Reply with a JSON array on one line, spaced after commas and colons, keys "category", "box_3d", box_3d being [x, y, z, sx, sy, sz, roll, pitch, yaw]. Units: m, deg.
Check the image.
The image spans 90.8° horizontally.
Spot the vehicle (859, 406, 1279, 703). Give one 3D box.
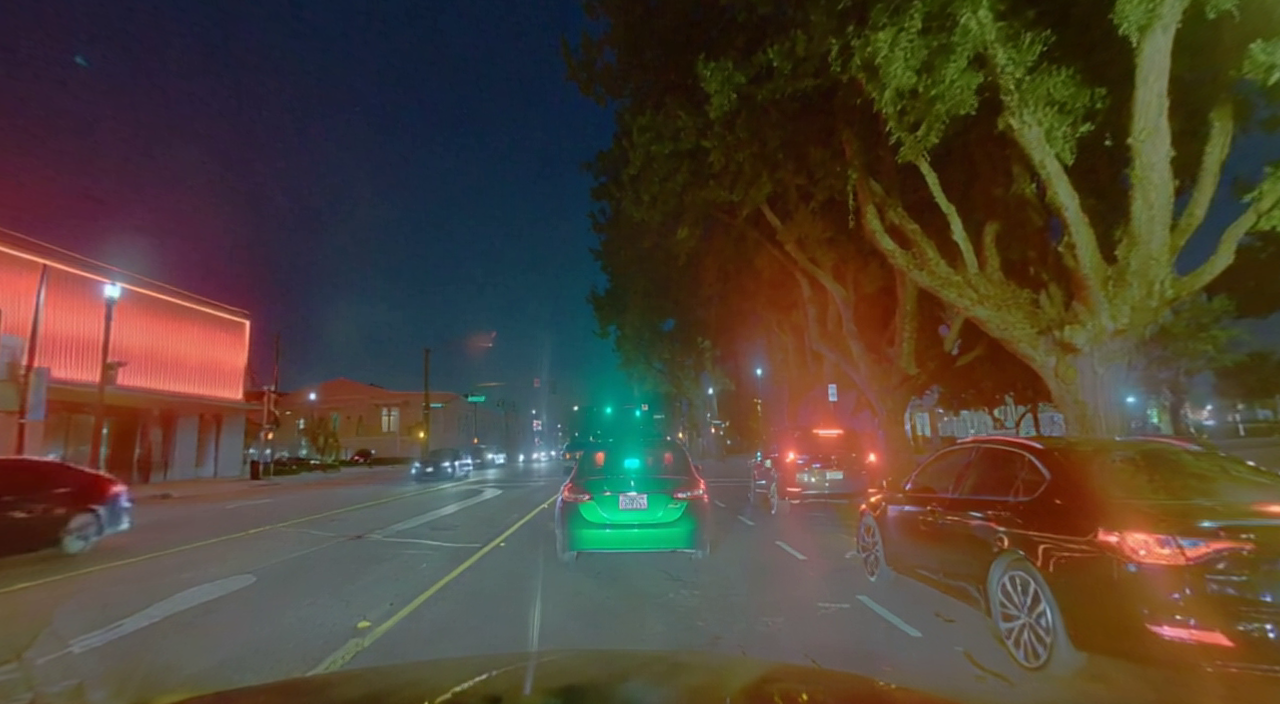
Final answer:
[{"category": "vehicle", "box_3d": [3.303, 1.255, 4.484, 1.988, 1.480, 4.195, 0, -9, 0]}]

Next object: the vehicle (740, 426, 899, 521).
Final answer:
[{"category": "vehicle", "box_3d": [3.535, 2.481, 13.425, 2.025, 1.660, 4.263, 0, -9, -1]}]

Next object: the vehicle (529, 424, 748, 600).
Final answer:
[{"category": "vehicle", "box_3d": [-0.025, 1.652, 7.293, 1.887, 1.487, 3.535, 0, -9, 0]}]

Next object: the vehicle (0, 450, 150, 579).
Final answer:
[{"category": "vehicle", "box_3d": [-8.109, 1.825, 7.033, 1.850, 1.417, 4.321, 0, -9, 0]}]

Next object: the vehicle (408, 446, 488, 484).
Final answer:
[{"category": "vehicle", "box_3d": [-8.275, 4.897, 27.679, 2.169, 1.477, 4.168, 0, -9, 0]}]
